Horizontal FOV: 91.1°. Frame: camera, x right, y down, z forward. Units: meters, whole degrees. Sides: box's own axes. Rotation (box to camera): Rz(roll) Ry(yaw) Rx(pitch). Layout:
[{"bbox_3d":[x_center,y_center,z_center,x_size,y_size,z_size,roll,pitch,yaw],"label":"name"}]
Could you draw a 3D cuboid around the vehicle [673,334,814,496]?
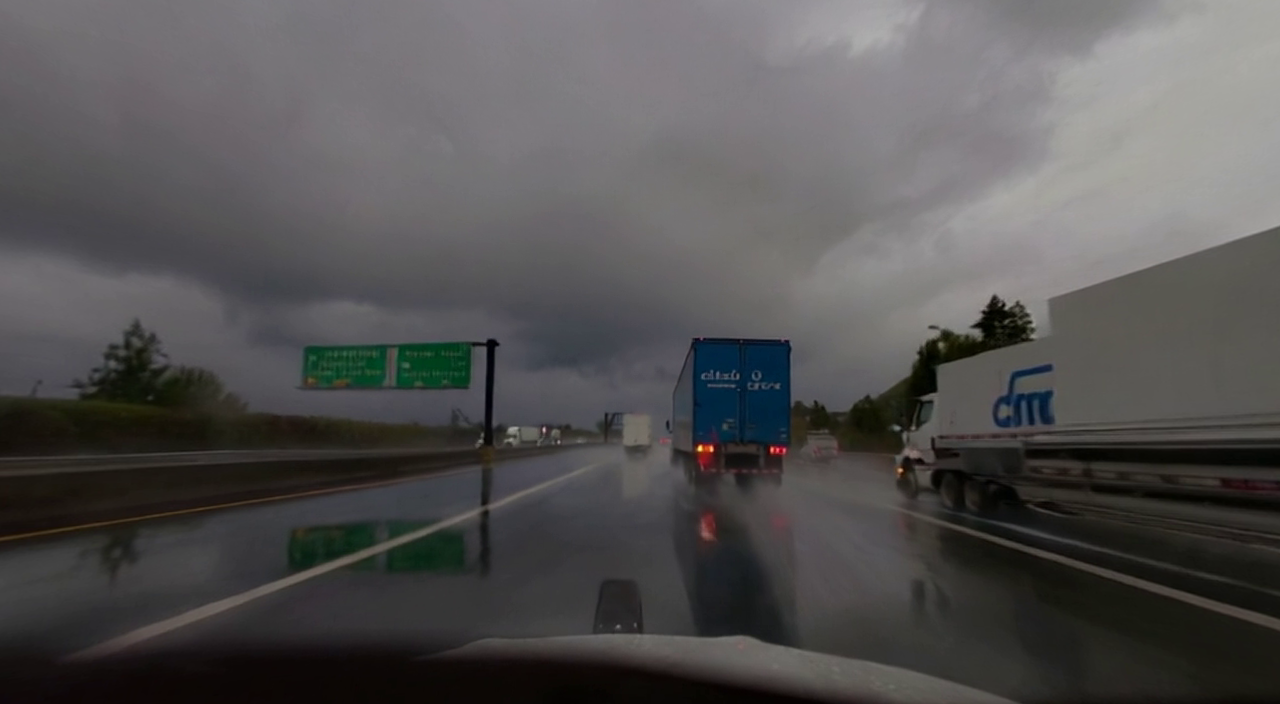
[{"bbox_3d":[2.724,2.139,20.082,2.920,3.860,10.035,0,-8,1],"label":"vehicle"}]
